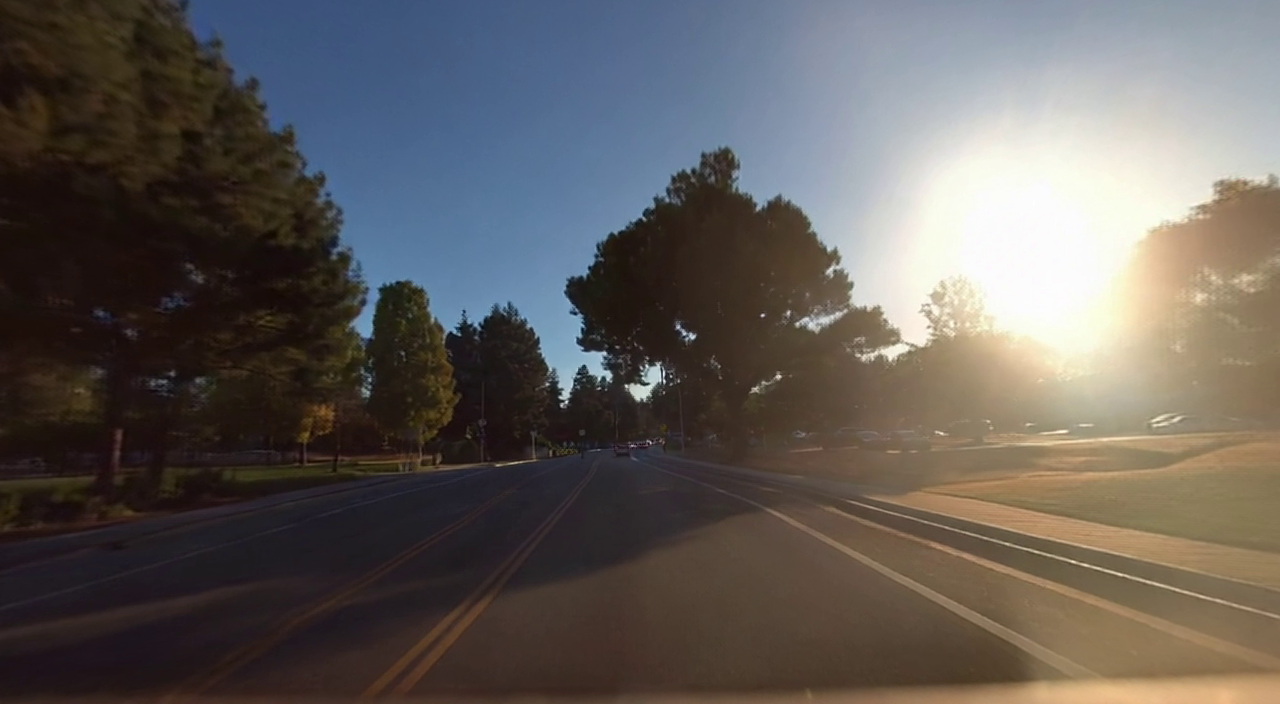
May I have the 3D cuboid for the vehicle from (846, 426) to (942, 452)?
[{"bbox_3d":[14.789,5.094,36.831,4.744,1.476,1.926,0,-8,-5],"label":"vehicle"}]
